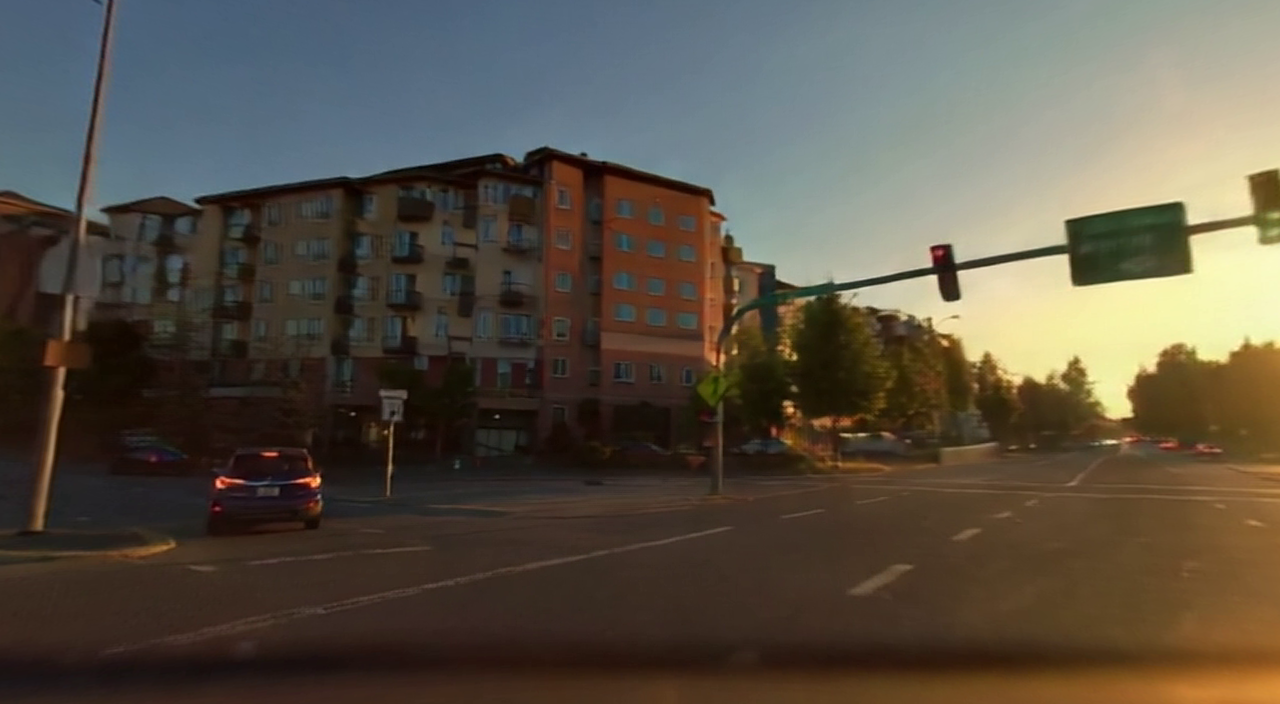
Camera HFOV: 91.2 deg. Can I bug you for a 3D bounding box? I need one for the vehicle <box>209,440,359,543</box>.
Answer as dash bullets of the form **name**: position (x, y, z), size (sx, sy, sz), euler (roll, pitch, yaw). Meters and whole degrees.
- **vehicle**: position (-6.668, 2.443, 11.634), size (2.014, 1.525, 3.670), euler (5, -10, -33)
